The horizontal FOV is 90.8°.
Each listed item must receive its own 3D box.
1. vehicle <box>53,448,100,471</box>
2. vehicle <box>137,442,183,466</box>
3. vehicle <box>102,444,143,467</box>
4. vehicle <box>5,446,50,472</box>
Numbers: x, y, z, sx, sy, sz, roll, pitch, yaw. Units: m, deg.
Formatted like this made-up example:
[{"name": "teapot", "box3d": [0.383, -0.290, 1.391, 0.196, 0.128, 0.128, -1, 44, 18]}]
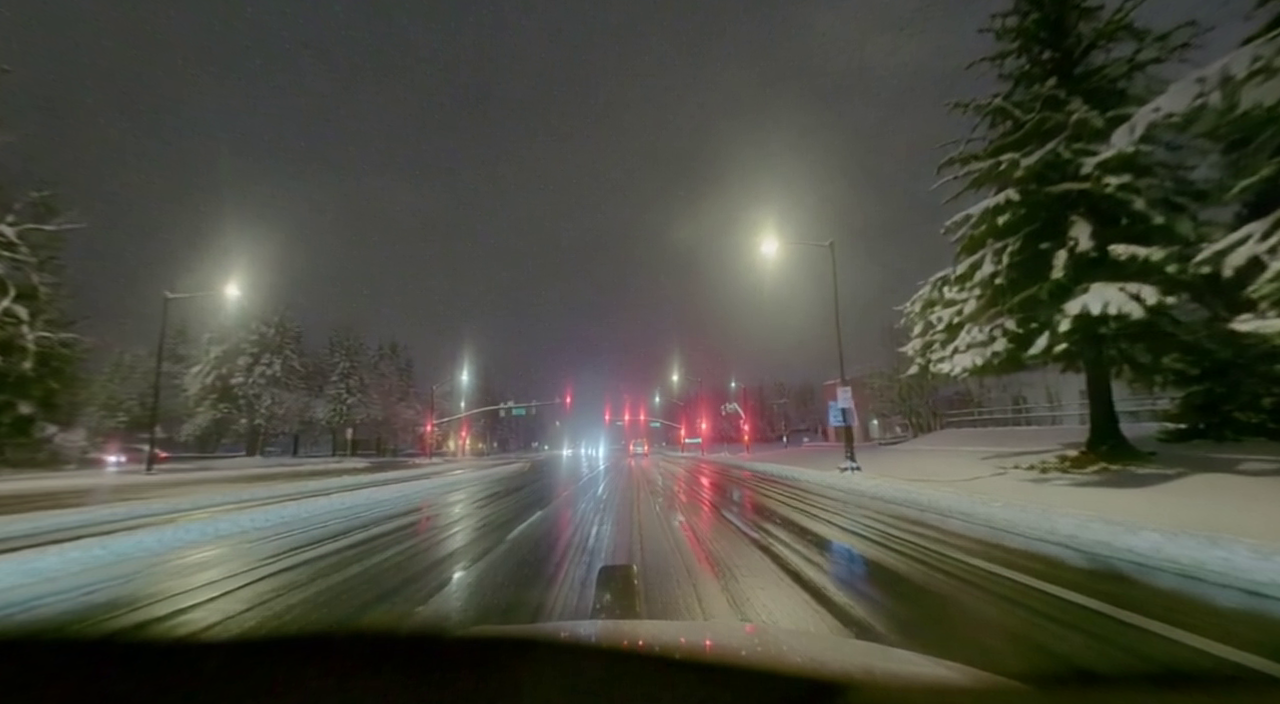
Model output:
[{"name": "vehicle", "box3d": [-37.967, 7.169, 42.528, 3.969, 1.433, 1.835, -7, -11, 42]}, {"name": "vehicle", "box3d": [-37.920, 8.018, 49.831, 4.235, 1.748, 2.001, -7, -11, 42]}, {"name": "vehicle", "box3d": [-38.186, 7.593, 46.539, 3.758, 1.545, 1.763, -8, -12, 43]}, {"name": "vehicle", "box3d": [-38.920, 6.779, 40.107, 3.778, 1.445, 1.746, -6, -11, 44]}]
